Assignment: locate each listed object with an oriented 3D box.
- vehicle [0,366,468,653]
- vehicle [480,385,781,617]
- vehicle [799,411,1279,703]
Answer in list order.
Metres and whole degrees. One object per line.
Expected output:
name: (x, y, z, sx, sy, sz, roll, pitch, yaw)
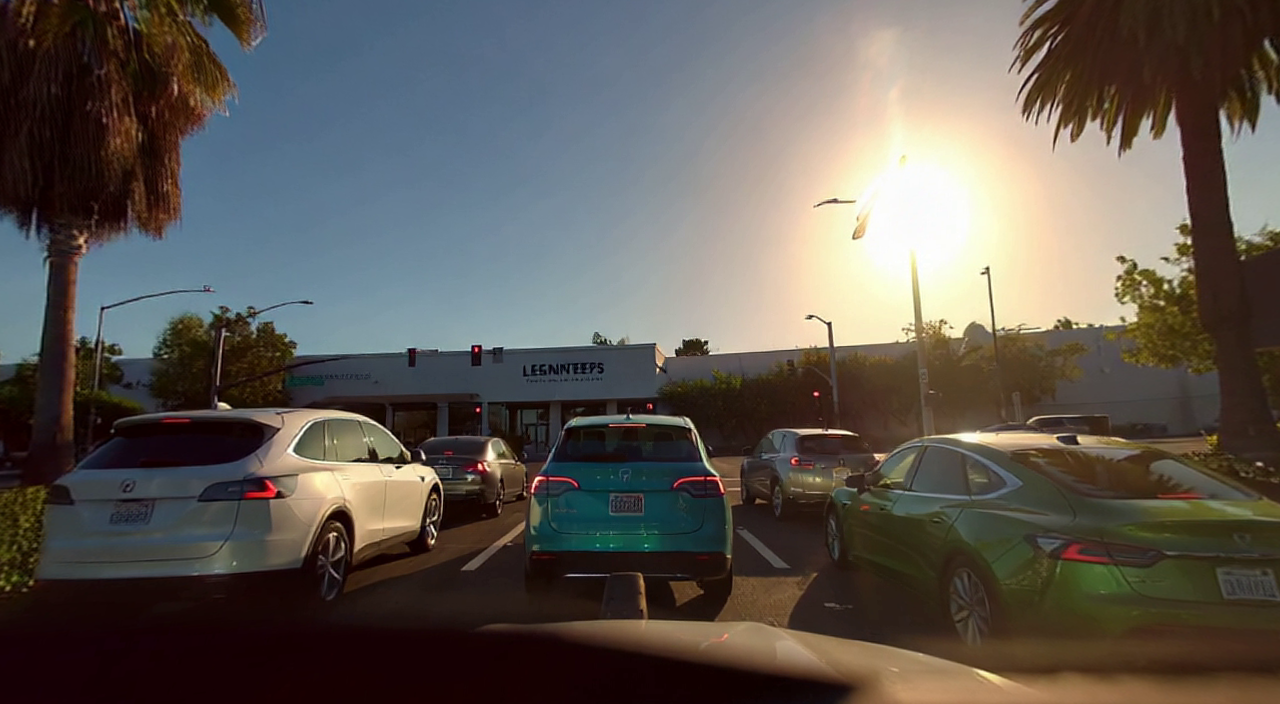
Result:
vehicle: (-3.344, 1.281, 6.127, 2.014, 1.755, 4.360, 0, -8, 1)
vehicle: (-0.131, 1.455, 7.063, 2.280, 1.747, 4.361, 0, -8, -2)
vehicle: (2.966, 1.367, 5.254, 2.017, 1.491, 4.611, 0, -8, -1)
